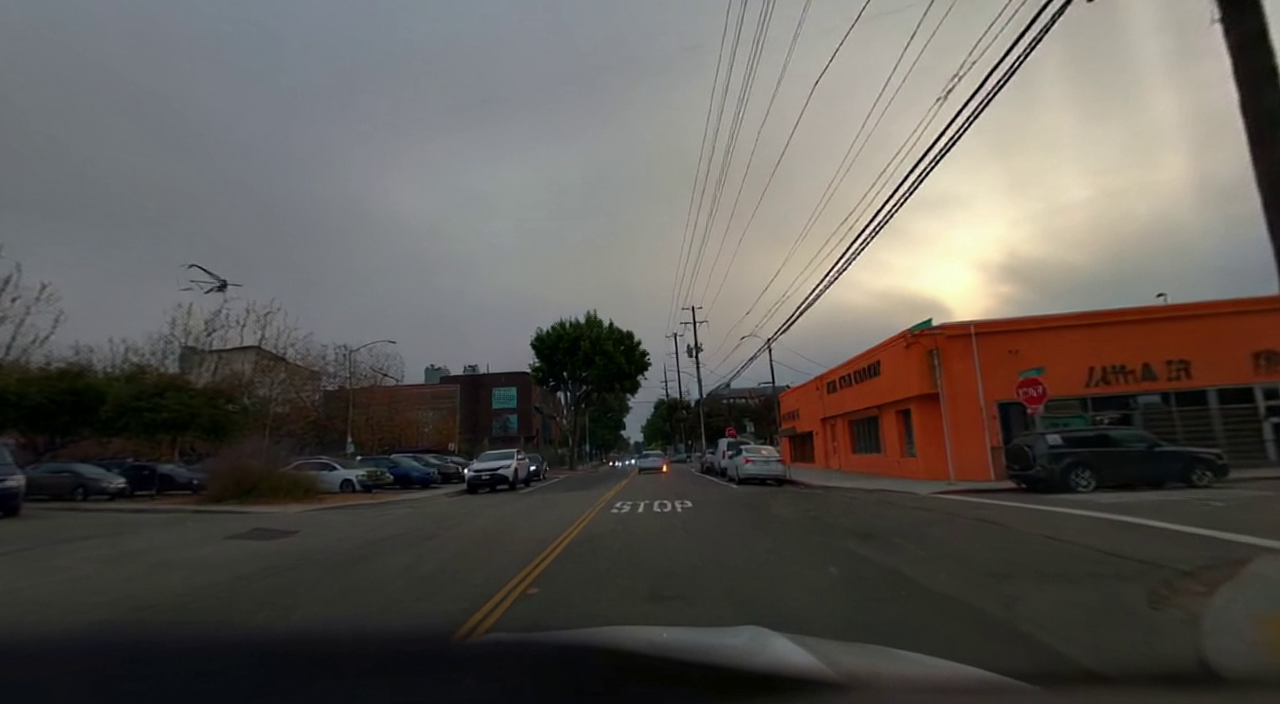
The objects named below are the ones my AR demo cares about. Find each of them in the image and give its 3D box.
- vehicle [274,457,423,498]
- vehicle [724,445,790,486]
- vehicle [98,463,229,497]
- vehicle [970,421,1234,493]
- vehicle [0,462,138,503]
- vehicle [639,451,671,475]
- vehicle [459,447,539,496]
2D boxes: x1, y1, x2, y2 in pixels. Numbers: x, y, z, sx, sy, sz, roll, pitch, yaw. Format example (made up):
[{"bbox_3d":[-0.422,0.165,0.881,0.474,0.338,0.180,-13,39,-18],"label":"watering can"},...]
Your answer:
[{"bbox_3d":[-11.522,4.979,25.193,4.968,1.493,1.961,0,-8,-2],"label":"vehicle"},{"bbox_3d":[4.476,4.408,24.837,1.840,1.452,4.517,0,-8,2],"label":"vehicle"},{"bbox_3d":[-22.869,6.136,30.374,4.660,1.488,1.930,0,-8,-2],"label":"vehicle"},{"bbox_3d":[11.589,2.652,16.073,5.255,1.688,1.994,1,-9,-4],"label":"vehicle"},{"bbox_3d":[-22.792,5.120,24.836,4.394,1.444,1.850,0,-8,-1],"label":"vehicle"},{"bbox_3d":[0.925,7.444,42.348,2.033,1.464,4.645,0,-8,0],"label":"vehicle"},{"bbox_3d":[-5.575,4.779,25.731,2.146,1.775,5.117,0,-8,-1],"label":"vehicle"}]
